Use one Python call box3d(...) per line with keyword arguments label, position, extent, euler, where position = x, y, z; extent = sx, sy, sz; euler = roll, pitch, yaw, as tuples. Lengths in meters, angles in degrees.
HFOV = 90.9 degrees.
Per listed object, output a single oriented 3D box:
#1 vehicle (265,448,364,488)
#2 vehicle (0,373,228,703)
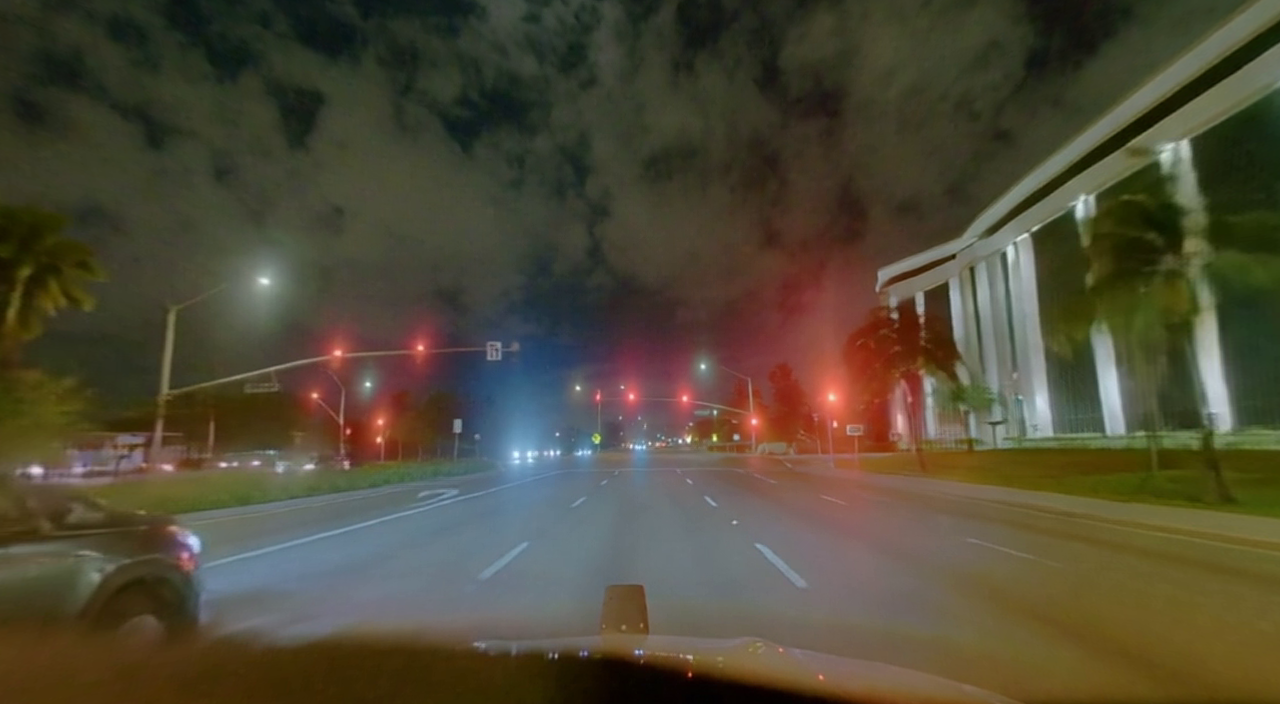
box3d(label="vehicle", position=(-14.621, 5.189, 28.618), extent=(2.059, 1.648, 4.420), euler=(0, -8, 1))
box3d(label="vehicle", position=(-3.269, 0.661, 0.806), extent=(2.162, 1.549, 4.795), euler=(0, -8, 1))
